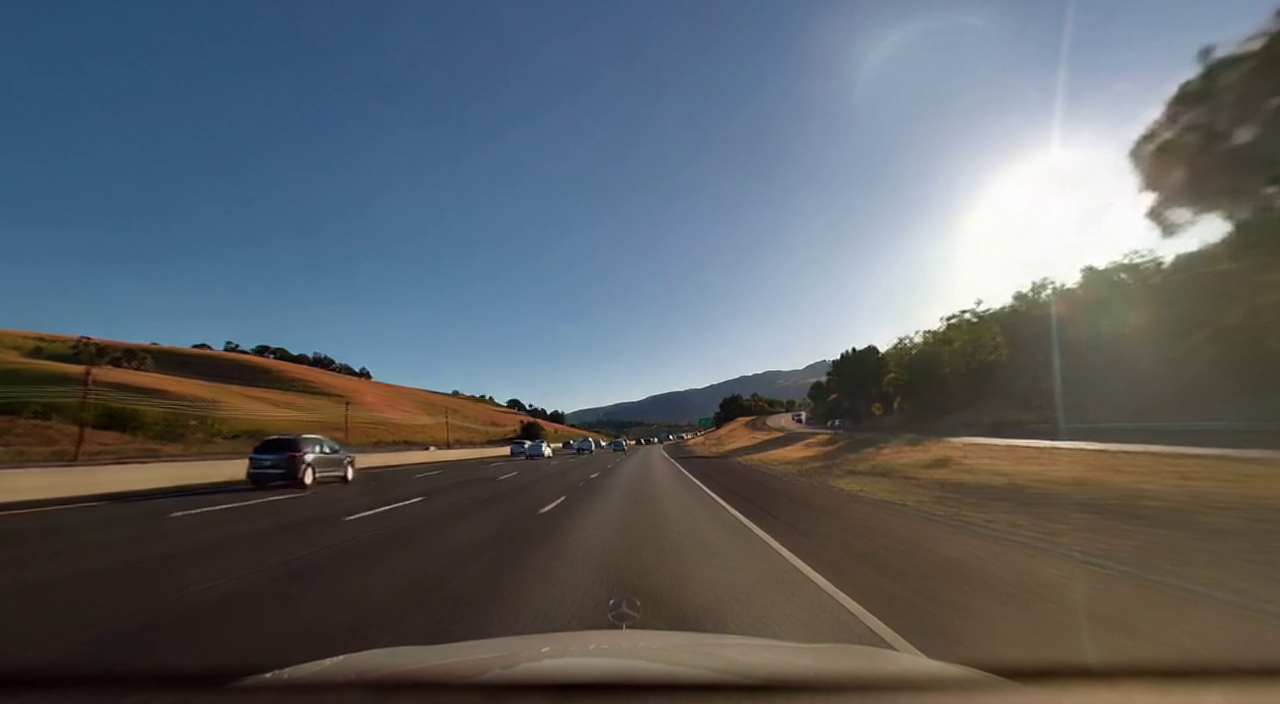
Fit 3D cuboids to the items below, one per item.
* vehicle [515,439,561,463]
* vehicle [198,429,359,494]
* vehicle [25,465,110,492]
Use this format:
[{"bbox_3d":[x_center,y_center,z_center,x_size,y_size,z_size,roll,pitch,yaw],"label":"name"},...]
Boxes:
[{"bbox_3d":[-6.584,6.427,41.164,2.107,1.484,4.449,0,-8,2],"label":"vehicle"},{"bbox_3d":[-10.640,3.240,19.048,2.122,1.695,4.437,0,-8,1],"label":"vehicle"},{"bbox_3d":[-36.424,8.031,40.264,1.735,1.454,3.873,0,-8,1],"label":"vehicle"}]
